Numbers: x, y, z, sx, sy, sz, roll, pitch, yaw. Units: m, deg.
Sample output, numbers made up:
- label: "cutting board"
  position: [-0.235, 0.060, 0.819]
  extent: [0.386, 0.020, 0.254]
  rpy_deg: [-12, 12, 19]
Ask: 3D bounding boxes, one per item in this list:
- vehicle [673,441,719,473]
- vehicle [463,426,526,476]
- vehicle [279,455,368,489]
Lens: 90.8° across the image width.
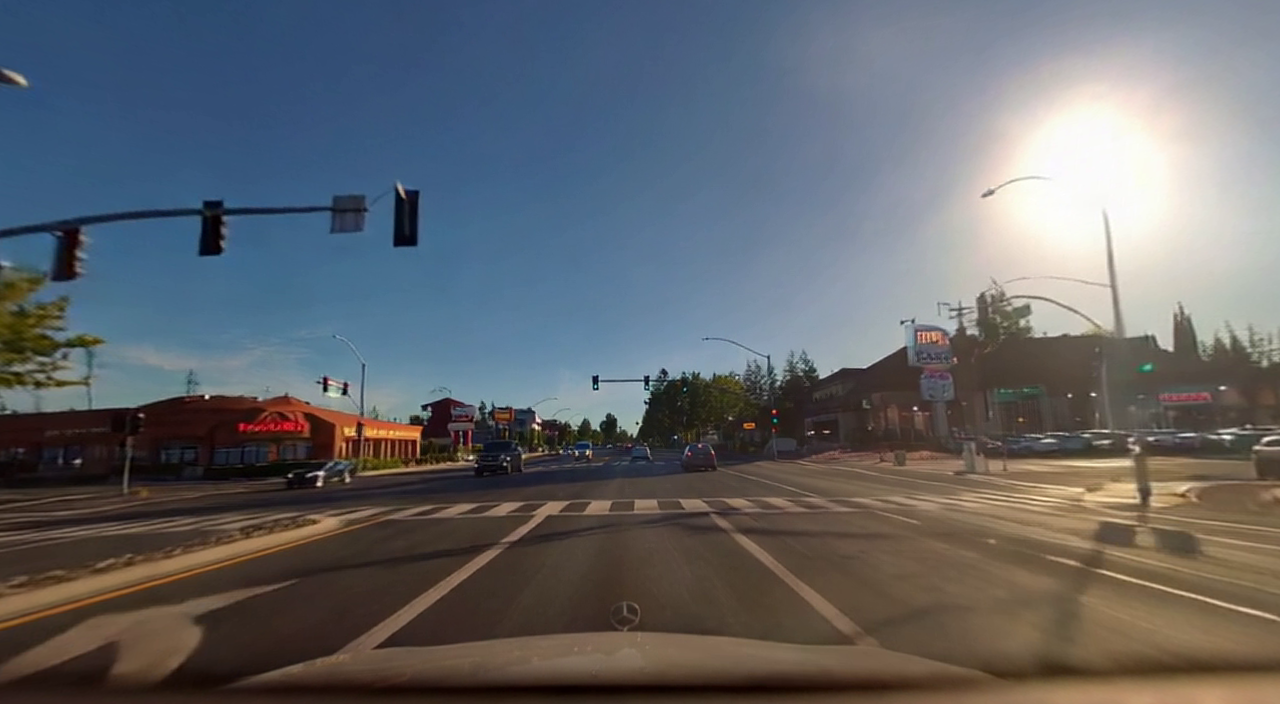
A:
- label: "vehicle"
  position: [3.100, 5.926, 35.891]
  extent: [2.022, 1.643, 4.326]
  rpy_deg: [0, -9, -2]
- label: "vehicle"
  position: [-8.715, 6.031, 38.603]
  extent: [2.327, 2.780, 6.498]
  rpy_deg: [0, -9, 0]
- label: "vehicle"
  position: [-15.488, 5.867, 31.259]
  extent: [2.086, 1.483, 4.418]
  rpy_deg: [0, -9, 0]
